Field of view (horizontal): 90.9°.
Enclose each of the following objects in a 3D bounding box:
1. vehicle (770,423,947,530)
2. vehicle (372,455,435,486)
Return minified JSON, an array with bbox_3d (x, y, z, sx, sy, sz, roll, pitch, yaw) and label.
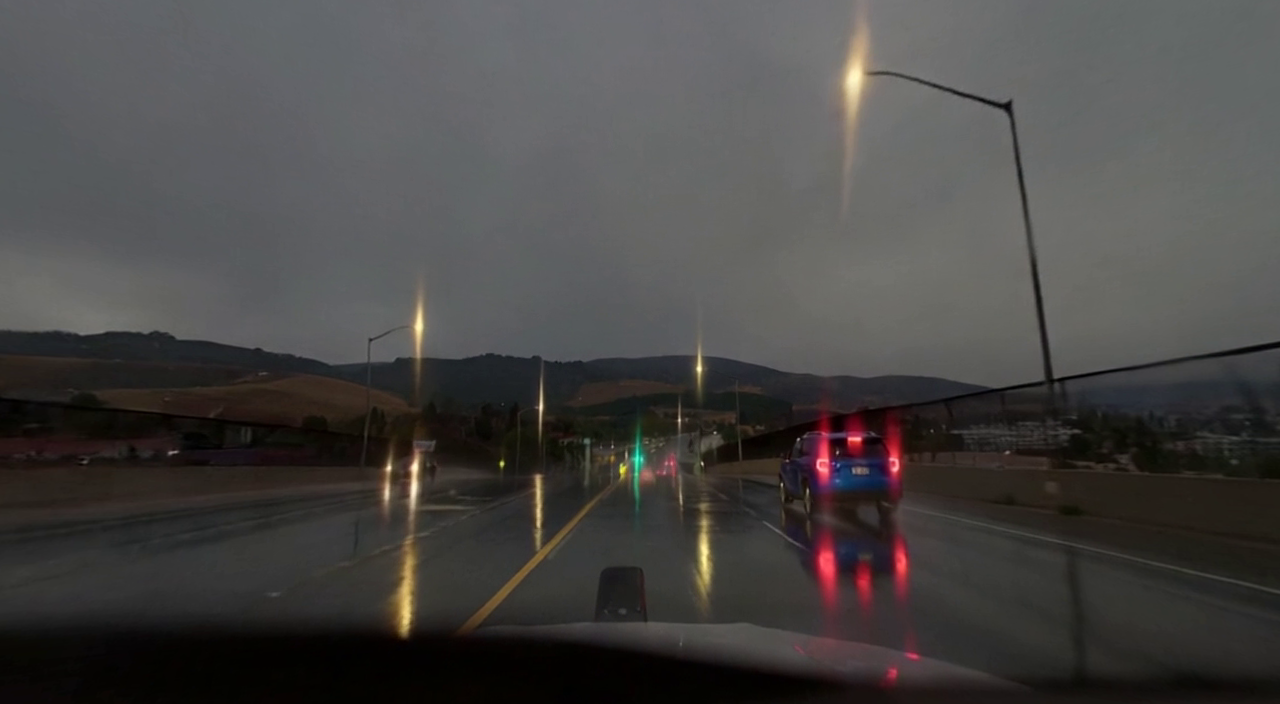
[{"bbox_3d":[4.030,2.367,12.553,1.989,1.730,4.324,0,-9,1],"label":"vehicle"},{"bbox_3d":[-13.749,6.890,36.984,1.918,1.642,4.391,0,-9,1],"label":"vehicle"}]
